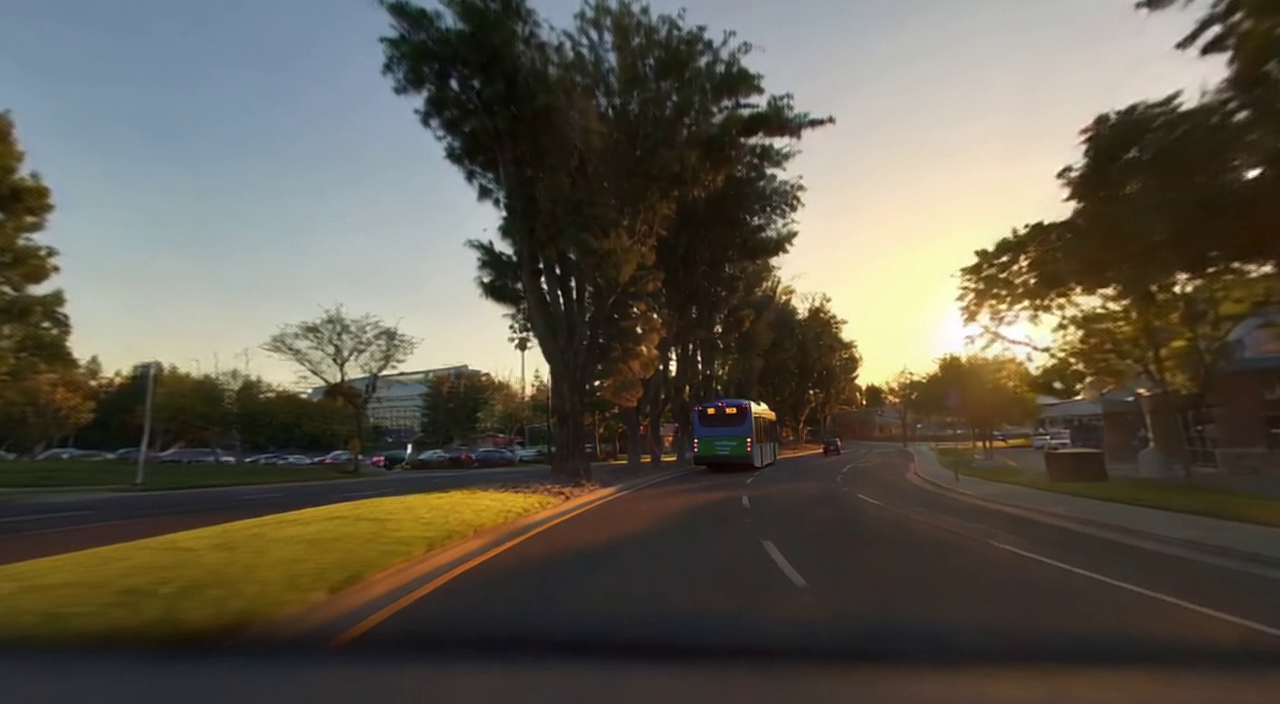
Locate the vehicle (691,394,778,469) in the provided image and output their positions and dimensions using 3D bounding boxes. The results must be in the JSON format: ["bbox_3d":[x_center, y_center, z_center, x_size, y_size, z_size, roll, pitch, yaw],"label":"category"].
[{"bbox_3d":[5.538,4.528,34.740,3.031,3.429,11.005,-3,-9,17],"label":"vehicle"}]
